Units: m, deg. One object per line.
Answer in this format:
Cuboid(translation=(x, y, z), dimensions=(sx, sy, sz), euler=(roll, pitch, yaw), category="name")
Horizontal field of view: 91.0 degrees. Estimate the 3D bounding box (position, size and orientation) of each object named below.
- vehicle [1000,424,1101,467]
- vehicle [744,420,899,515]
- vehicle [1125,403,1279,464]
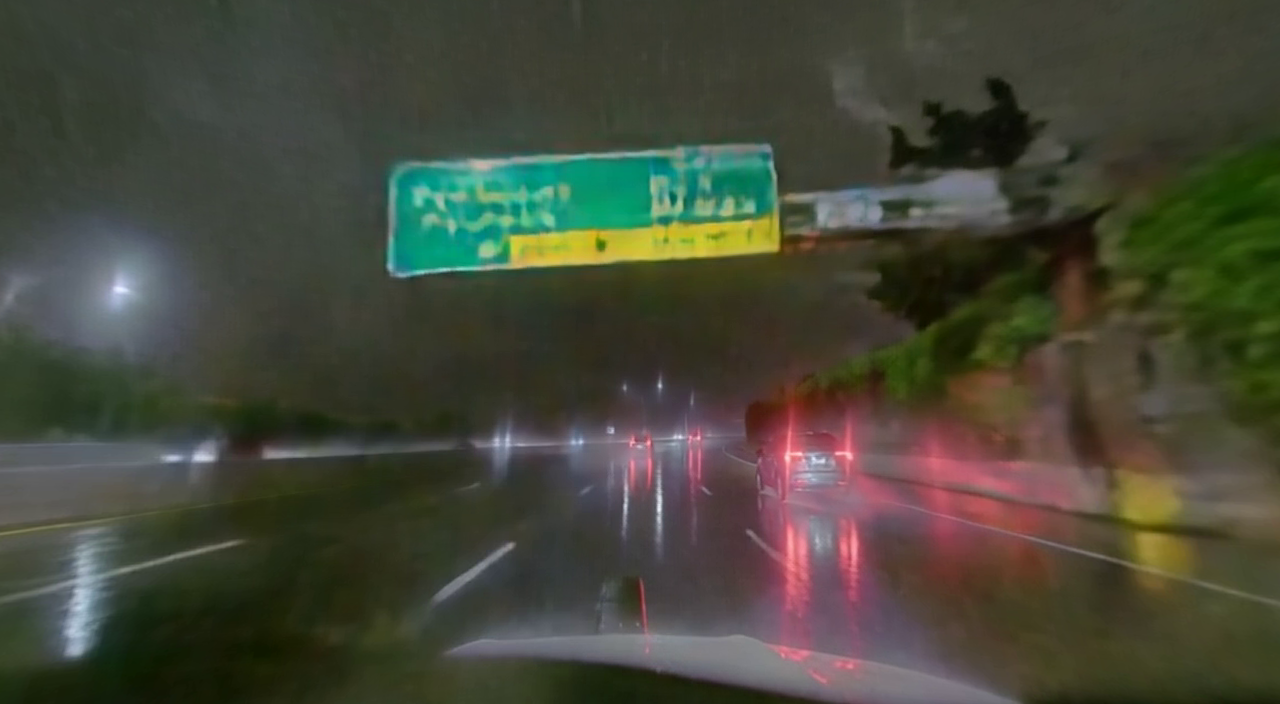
Cuboid(translation=(19.688, 4.509, 30.494), dimensions=(2.165, 1.867, 4.641), euler=(-1, -8, 7), category="vehicle")
Cuboid(translation=(3.679, 2.437, 13.716), dimensions=(2.090, 1.715, 4.228), euler=(0, -8, 0), category="vehicle")
Cuboid(translation=(23.075, 3.254, 24.930), dimensions=(5.707, 2.048, 2.282), euler=(-10, -13, 32), category="vehicle")
